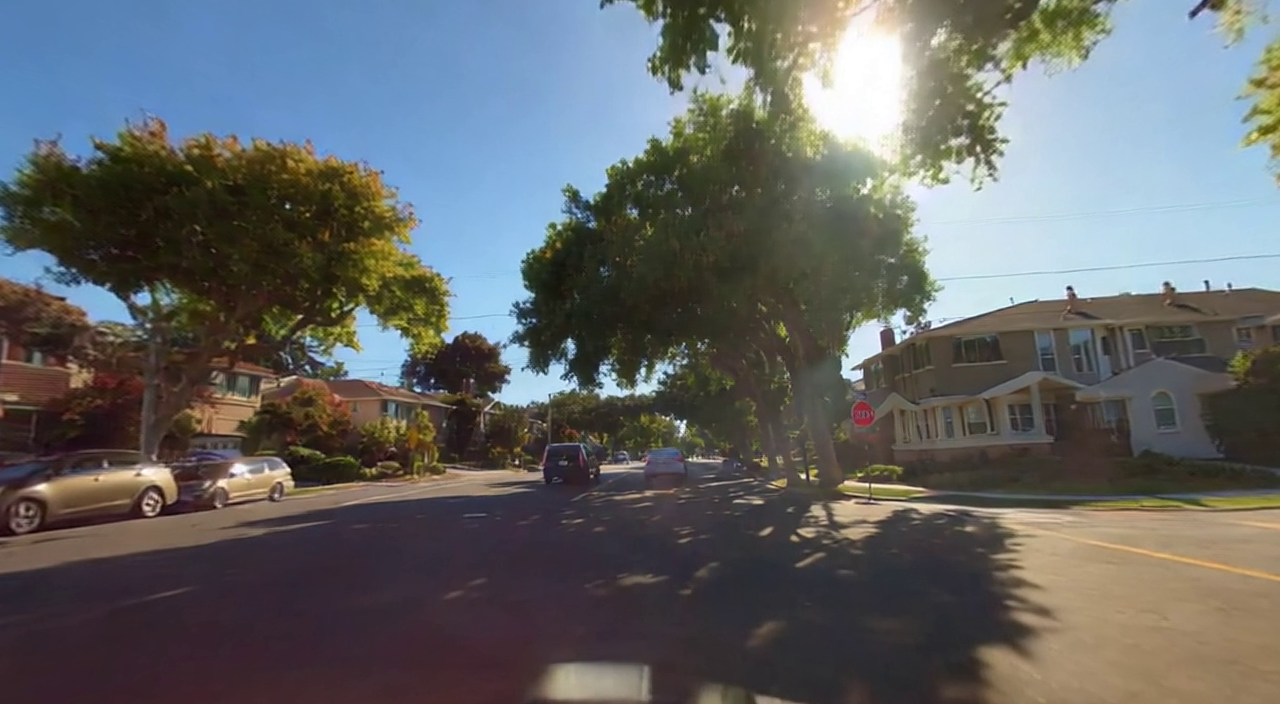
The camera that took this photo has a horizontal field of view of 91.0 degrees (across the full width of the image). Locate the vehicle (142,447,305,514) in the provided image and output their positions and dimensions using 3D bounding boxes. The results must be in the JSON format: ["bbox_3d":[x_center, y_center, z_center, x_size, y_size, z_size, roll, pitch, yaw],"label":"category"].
[{"bbox_3d":[-13.548,4.198,20.944,2.076,1.864,4.730,-3,-10,2],"label":"vehicle"}]

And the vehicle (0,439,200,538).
[{"bbox_3d":[-13.965,3.288,15.269,2.191,1.980,5.888,-4,-10,2],"label":"vehicle"}]

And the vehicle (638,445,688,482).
[{"bbox_3d":[1.091,4.836,27.666,1.955,1.459,4.383,-1,-8,6],"label":"vehicle"}]

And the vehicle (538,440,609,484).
[{"bbox_3d":[-2.701,4.579,26.558,2.178,1.695,4.339,-1,-8,5],"label":"vehicle"}]
